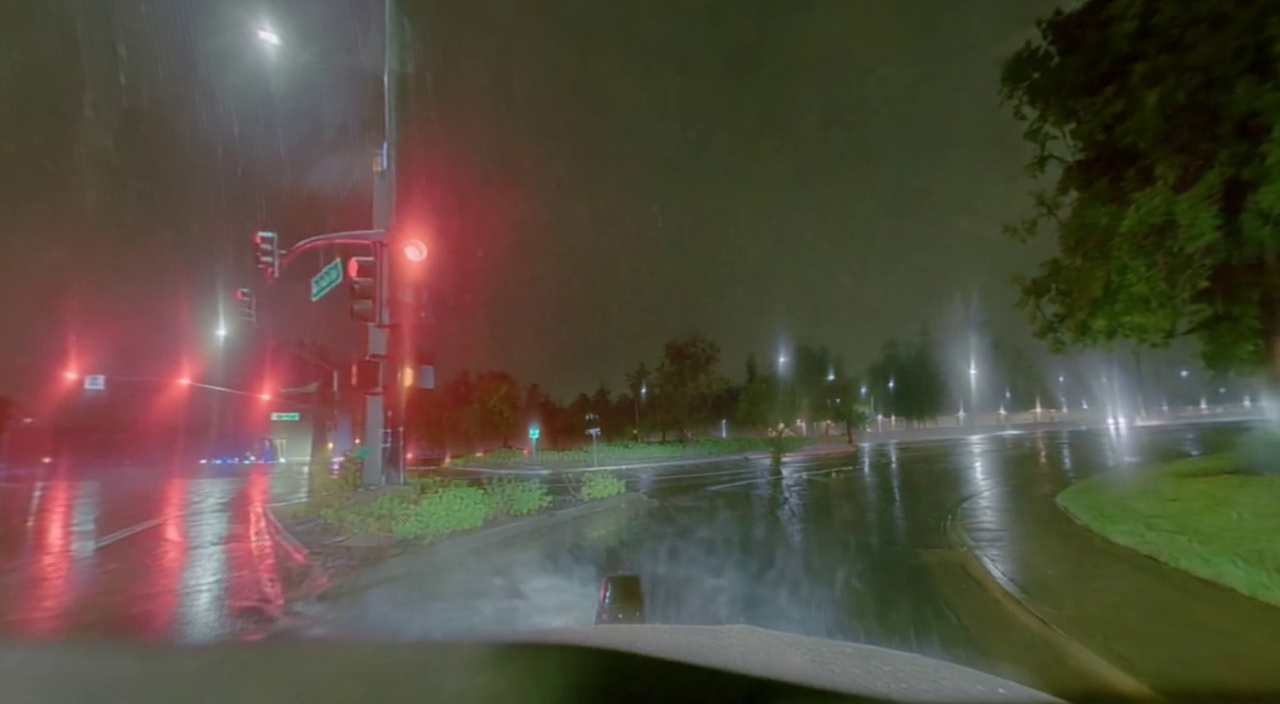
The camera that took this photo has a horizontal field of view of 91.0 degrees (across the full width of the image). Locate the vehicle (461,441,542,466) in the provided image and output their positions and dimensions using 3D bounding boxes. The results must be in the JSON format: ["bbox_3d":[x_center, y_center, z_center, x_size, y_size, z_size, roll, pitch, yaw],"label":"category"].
[{"bbox_3d":[-8.573,6.327,39.230,4.527,1.444,1.811,7,-11,-38],"label":"vehicle"}]

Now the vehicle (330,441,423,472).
[{"bbox_3d":[-16.209,6.388,38.832,4.782,1.776,2.118,7,-11,-38],"label":"vehicle"}]
